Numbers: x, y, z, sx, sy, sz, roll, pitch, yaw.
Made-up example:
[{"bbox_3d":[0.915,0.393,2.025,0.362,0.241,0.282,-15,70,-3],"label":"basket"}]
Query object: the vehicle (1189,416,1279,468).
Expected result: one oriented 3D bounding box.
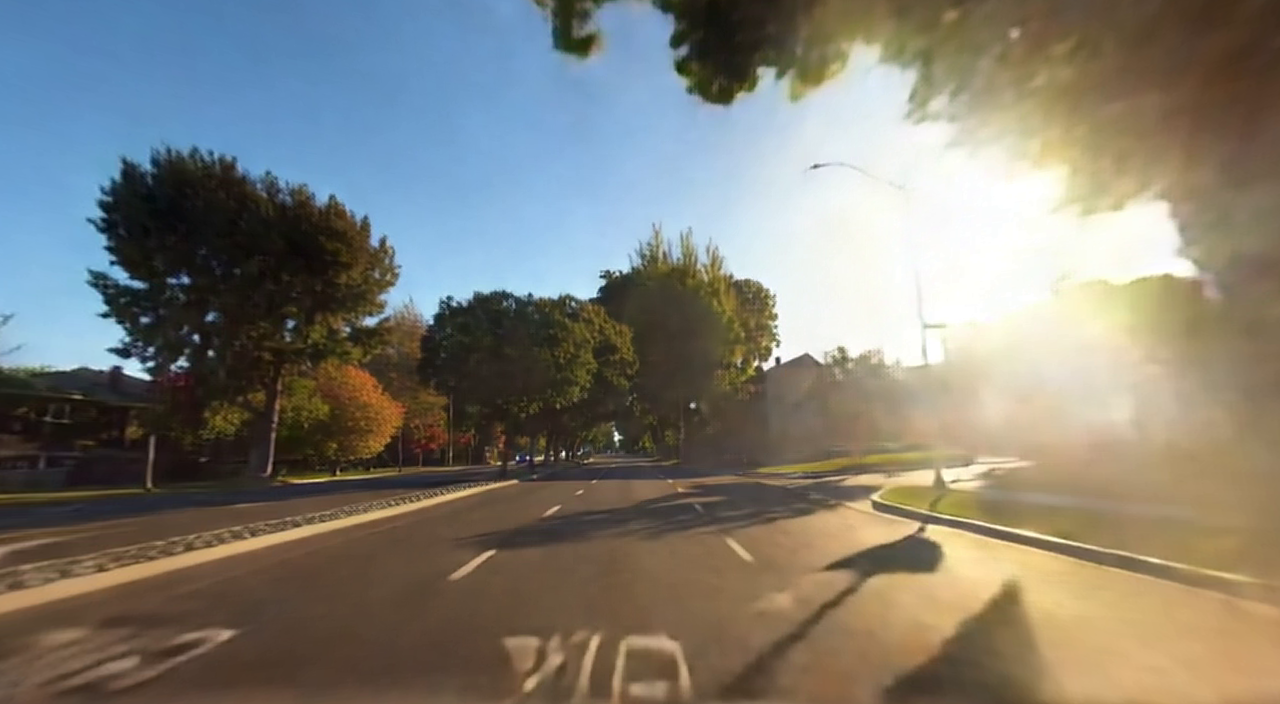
[{"bbox_3d":[20.084,2.863,20.244,1.742,1.545,3.453,0,-7,-1],"label":"vehicle"}]
